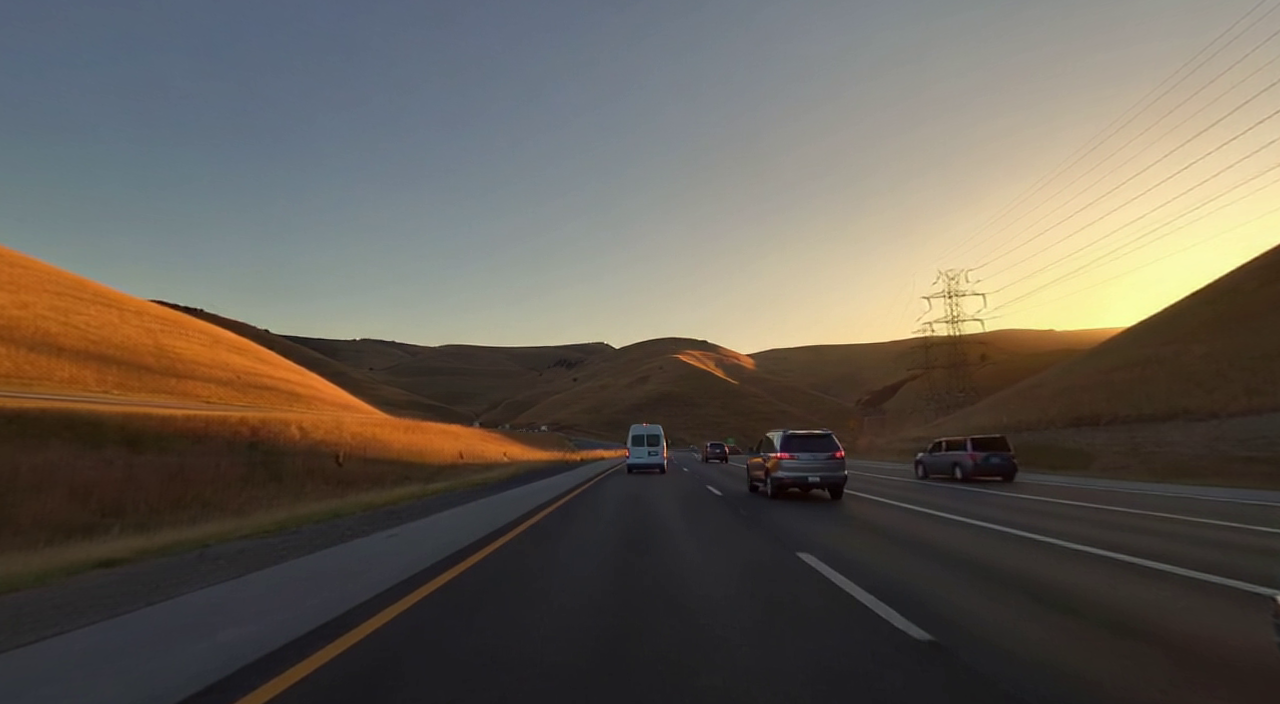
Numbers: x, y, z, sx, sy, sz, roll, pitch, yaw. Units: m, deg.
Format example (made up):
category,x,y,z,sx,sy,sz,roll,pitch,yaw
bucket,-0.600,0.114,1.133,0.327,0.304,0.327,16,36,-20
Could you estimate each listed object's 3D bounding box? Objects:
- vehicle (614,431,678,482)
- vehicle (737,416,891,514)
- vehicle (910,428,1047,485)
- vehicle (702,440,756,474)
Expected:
category,x,y,z,sx,sy,sz,roll,pitch,yaw
vehicle,0.259,4.029,24.628,2.268,1.772,4.523,0,-8,1
vehicle,3.617,2.450,14.111,2.139,1.821,4.480,0,-8,0
vehicle,11.091,3.453,21.157,2.087,1.681,4.589,0,-8,1
vehicle,4.099,4.919,29.834,1.938,1.466,4.356,0,-8,0
